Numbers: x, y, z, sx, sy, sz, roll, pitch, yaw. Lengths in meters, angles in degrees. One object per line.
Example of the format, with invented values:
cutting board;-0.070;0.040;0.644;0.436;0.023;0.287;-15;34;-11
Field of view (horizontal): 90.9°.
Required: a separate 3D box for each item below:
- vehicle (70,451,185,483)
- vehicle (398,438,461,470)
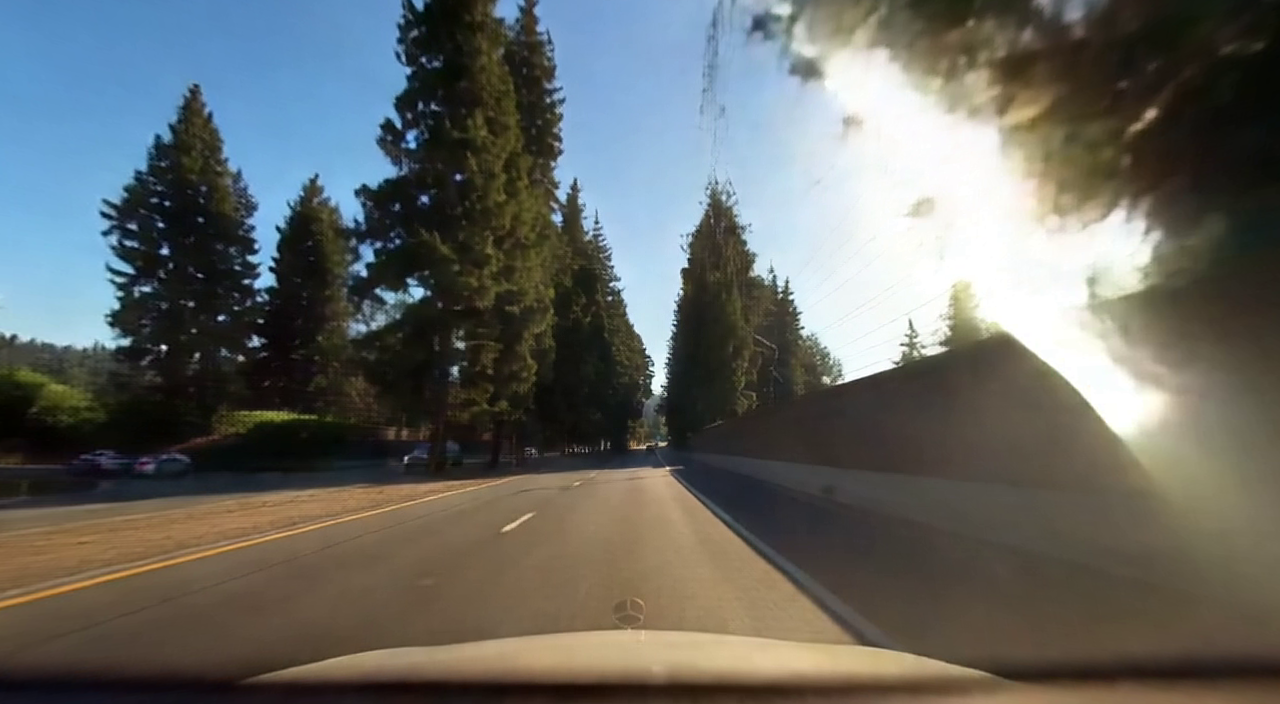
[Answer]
vehicle;-26.080;5.828;32.188;4.188;1.536;1.845;0;-8;-3
vehicle;-14.756;7.196;44.684;2.368;2.104;6.159;0;-8;0
